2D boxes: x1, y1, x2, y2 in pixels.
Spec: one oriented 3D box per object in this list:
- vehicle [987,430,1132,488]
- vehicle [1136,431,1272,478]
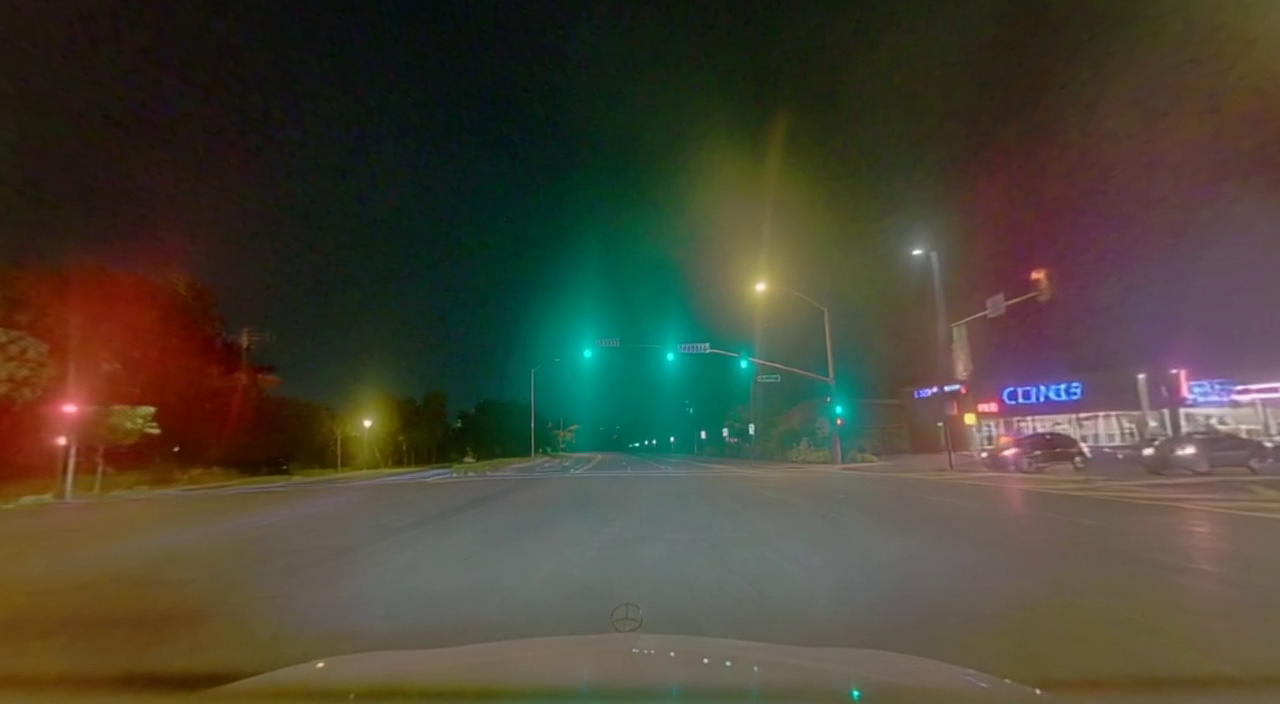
[{"bbox_3d":[13.319,3.362,20.095,3.780,1.496,1.867,0,-8,-21],"label":"vehicle"},{"bbox_3d":[19.662,3.548,22.046,3.942,1.505,1.848,3,-9,-22],"label":"vehicle"}]
